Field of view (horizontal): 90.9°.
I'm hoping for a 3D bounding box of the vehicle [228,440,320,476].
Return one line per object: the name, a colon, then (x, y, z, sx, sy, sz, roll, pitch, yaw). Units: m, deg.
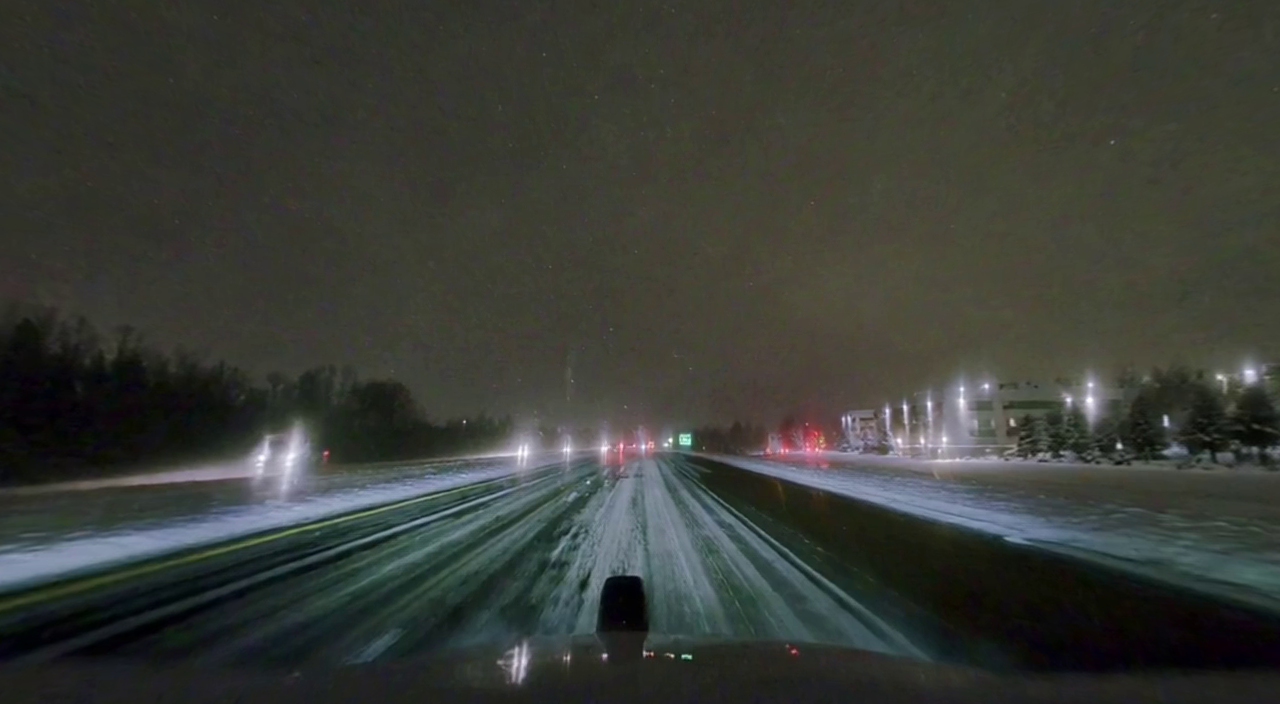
vehicle: (-22.750, 6.594, 39.532, 2.325, 2.086, 5.544, 0, -8, 1)
